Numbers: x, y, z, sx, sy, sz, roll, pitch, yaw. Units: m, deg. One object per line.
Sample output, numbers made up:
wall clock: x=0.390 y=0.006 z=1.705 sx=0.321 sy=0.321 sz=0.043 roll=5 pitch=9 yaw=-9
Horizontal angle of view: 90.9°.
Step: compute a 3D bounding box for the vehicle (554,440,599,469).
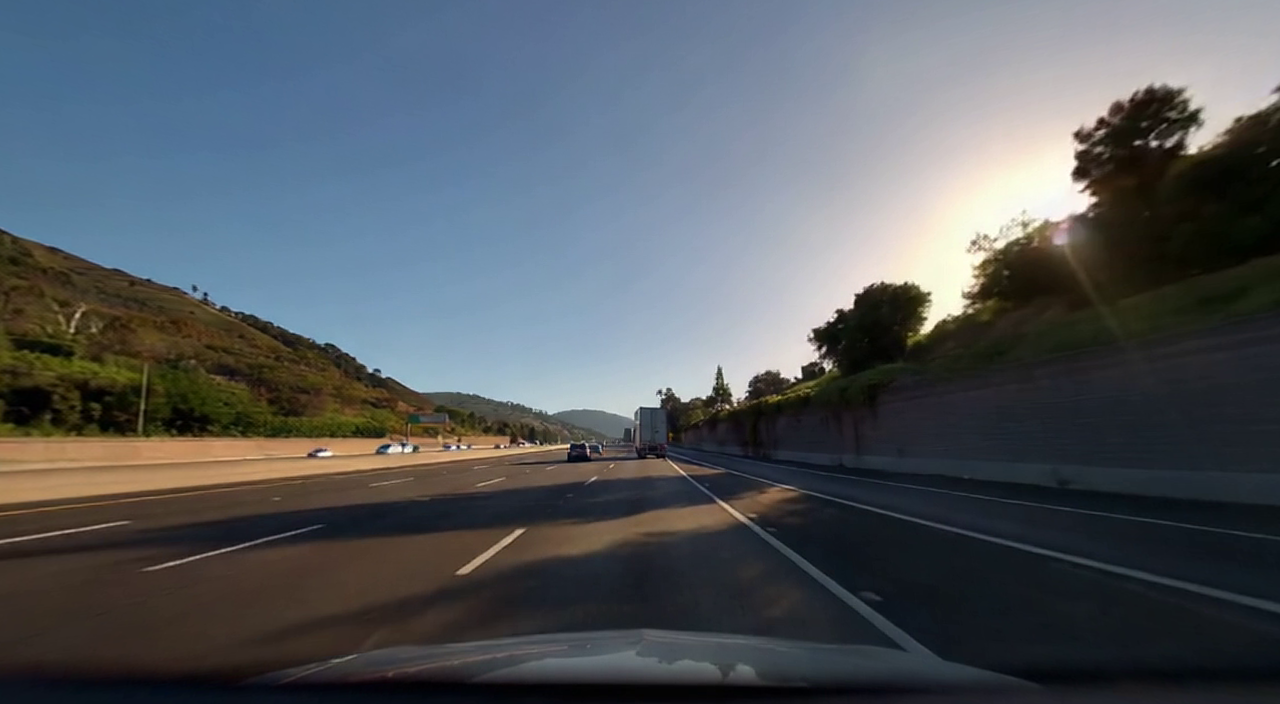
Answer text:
vehicle: x=-3.504 y=5.695 z=35.389 sx=1.983 sy=1.508 sz=4.060 roll=0 pitch=-8 yaw=1
